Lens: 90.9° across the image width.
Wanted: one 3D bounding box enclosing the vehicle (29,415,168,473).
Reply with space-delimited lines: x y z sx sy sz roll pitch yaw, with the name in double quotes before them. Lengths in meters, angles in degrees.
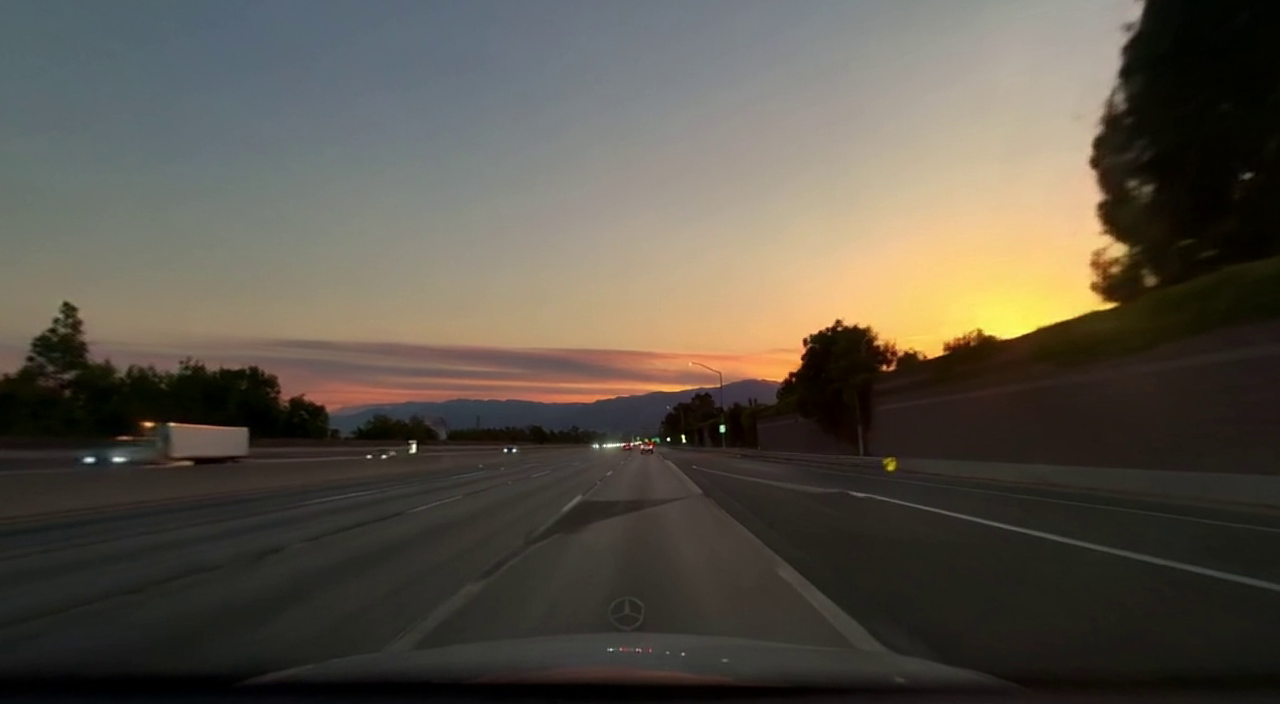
"vehicle" -36.427 6.274 42.891 2.926 3.590 6.935 -1 -8 2
